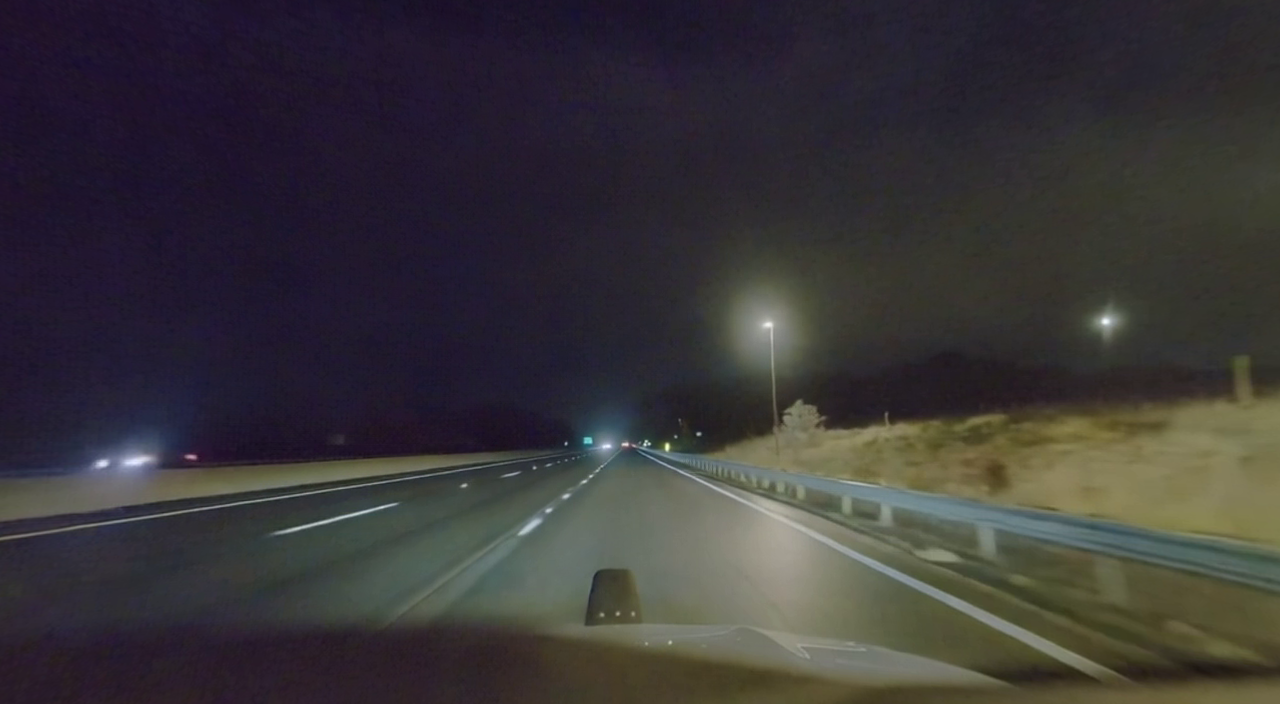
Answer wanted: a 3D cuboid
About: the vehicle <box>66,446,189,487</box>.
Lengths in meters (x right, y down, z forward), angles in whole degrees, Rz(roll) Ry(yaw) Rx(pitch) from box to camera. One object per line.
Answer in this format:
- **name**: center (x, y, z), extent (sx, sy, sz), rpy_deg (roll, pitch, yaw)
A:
- **vehicle**: center (-21.846, 4.876, 27.065), extent (1.812, 1.593, 4.308), rpy_deg (0, -9, -3)
